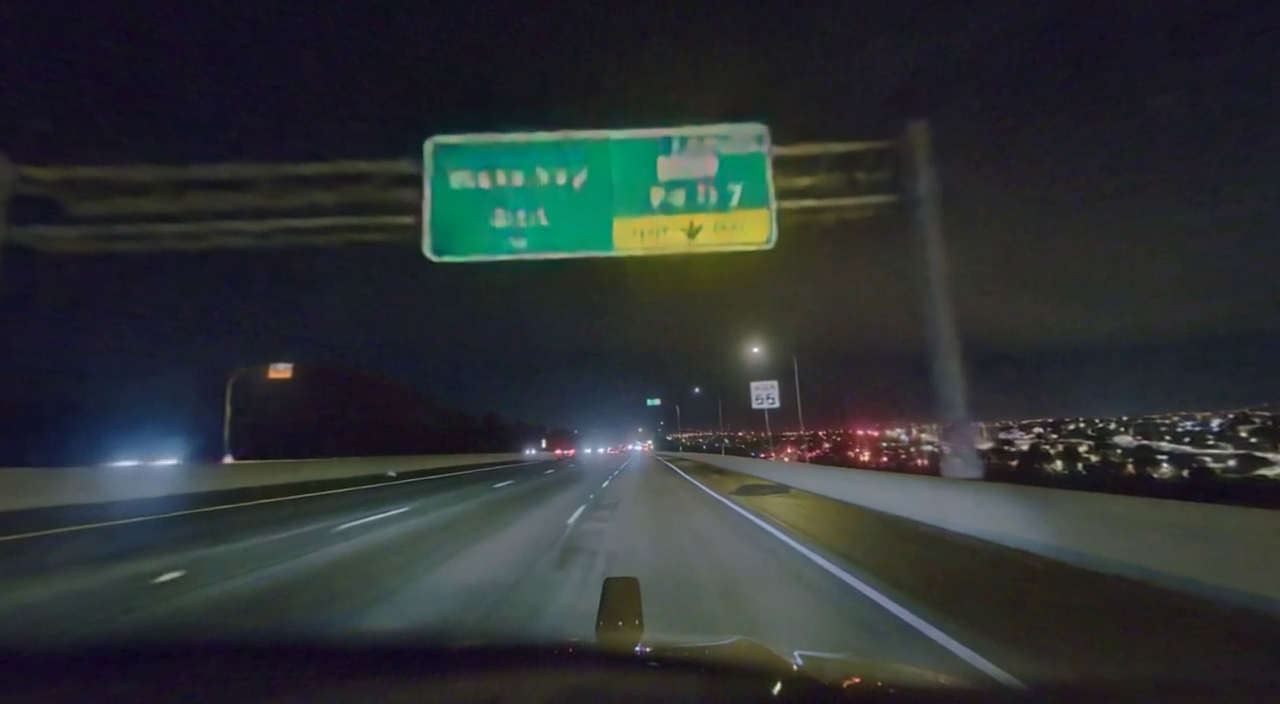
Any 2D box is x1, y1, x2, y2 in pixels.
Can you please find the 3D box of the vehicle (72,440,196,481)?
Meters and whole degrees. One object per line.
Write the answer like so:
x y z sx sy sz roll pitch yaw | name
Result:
-20.662 4.432 25.946 1.787 1.512 3.945 0 -9 1 | vehicle
